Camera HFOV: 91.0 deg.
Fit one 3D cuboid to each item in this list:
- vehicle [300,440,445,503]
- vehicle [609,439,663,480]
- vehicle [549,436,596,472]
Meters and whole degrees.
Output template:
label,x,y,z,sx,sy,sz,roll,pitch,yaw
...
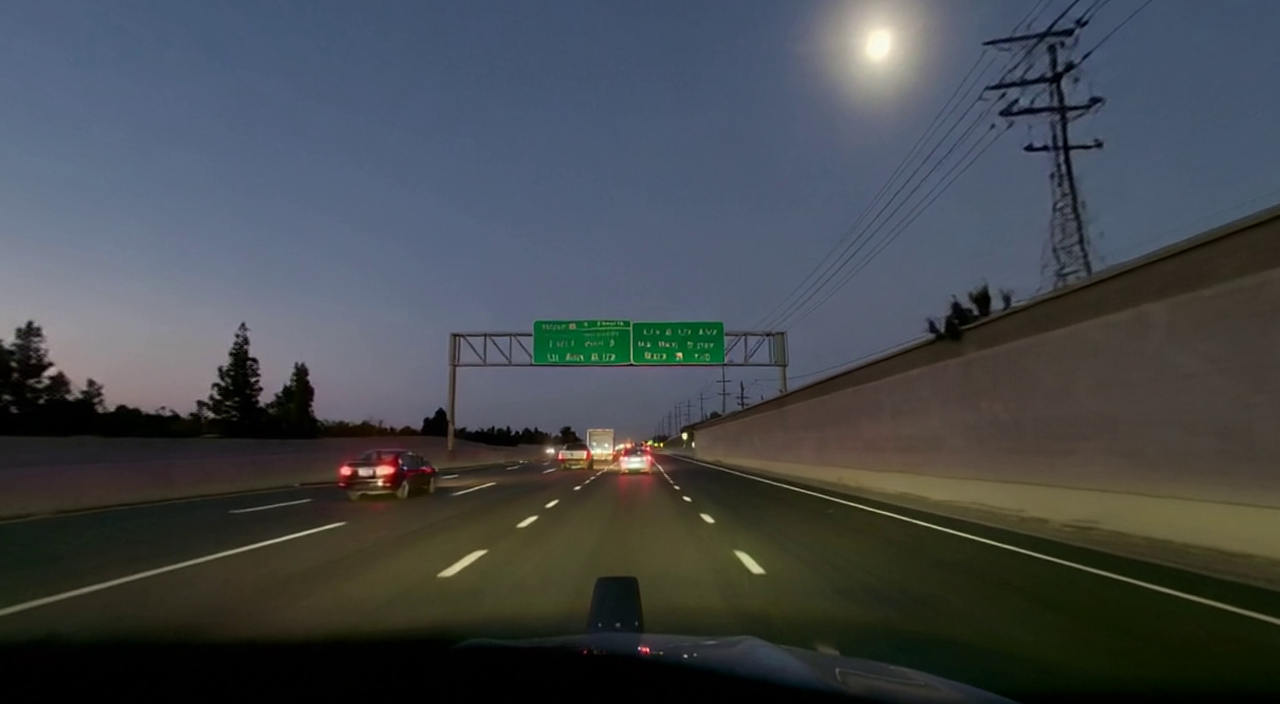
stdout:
label,x,y,z,sx,sy,sz,roll,pitch,yaw
vehicle,-7.268,3.285,17.749,2.025,1.510,4.582,0,-9,1
vehicle,-0.148,4.638,27.361,2.178,1.640,4.071,0,-9,0
vehicle,-3.735,5.746,35.603,2.109,1.840,4.614,0,-9,1
